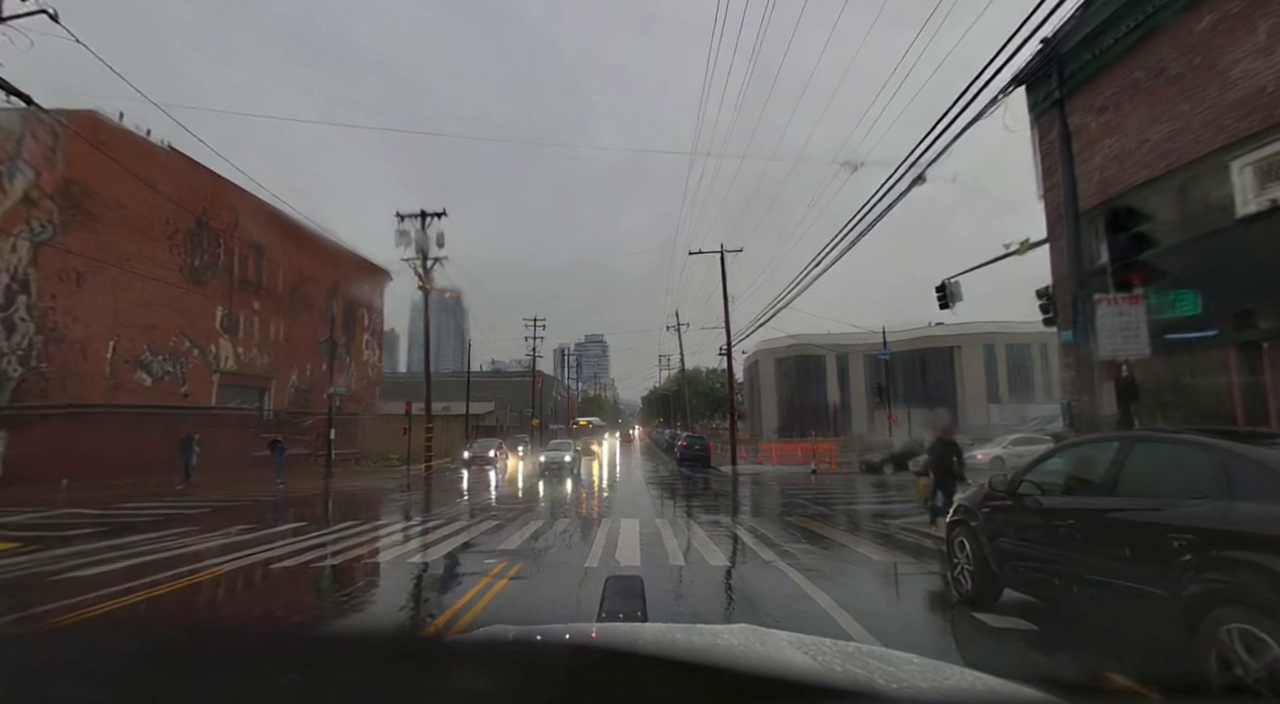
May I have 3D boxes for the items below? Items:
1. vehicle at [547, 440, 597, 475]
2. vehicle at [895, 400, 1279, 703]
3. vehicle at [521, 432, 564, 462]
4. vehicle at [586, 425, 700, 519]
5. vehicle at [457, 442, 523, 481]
[{"bbox_3d":[-3.384,5.312,32.018,2.055,1.660,3.954,0,-8,1],"label":"vehicle"},{"bbox_3d":[3.480,1.150,3.798,1.949,1.521,4.445,0,-8,-1],"label":"vehicle"},{"bbox_3d":[-7.052,6.954,46.187,2.127,2.034,5.559,0,-8,1],"label":"vehicle"},{"bbox_3d":[0.045,2.606,14.245,2.190,1.783,4.048,0,-8,0],"label":"vehicle"},{"bbox_3d":[-7.042,5.172,30.240,1.892,1.706,5.224,0,-8,0],"label":"vehicle"}]
